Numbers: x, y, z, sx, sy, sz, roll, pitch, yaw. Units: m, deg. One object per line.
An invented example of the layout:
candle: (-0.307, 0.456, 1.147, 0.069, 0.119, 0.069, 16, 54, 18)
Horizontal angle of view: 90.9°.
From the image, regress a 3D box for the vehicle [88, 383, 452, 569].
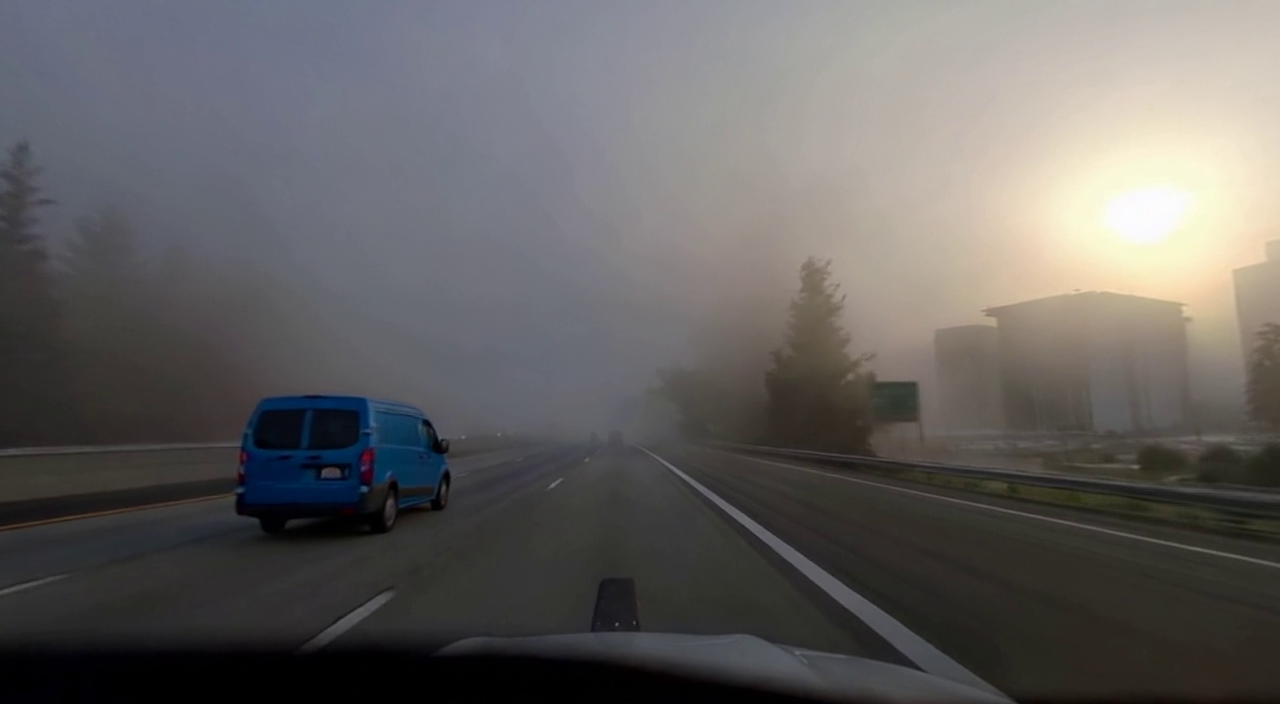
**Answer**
vehicle: (-4.365, 1.529, 8.664, 2.219, 1.827, 4.738, 0, -7, -2)
